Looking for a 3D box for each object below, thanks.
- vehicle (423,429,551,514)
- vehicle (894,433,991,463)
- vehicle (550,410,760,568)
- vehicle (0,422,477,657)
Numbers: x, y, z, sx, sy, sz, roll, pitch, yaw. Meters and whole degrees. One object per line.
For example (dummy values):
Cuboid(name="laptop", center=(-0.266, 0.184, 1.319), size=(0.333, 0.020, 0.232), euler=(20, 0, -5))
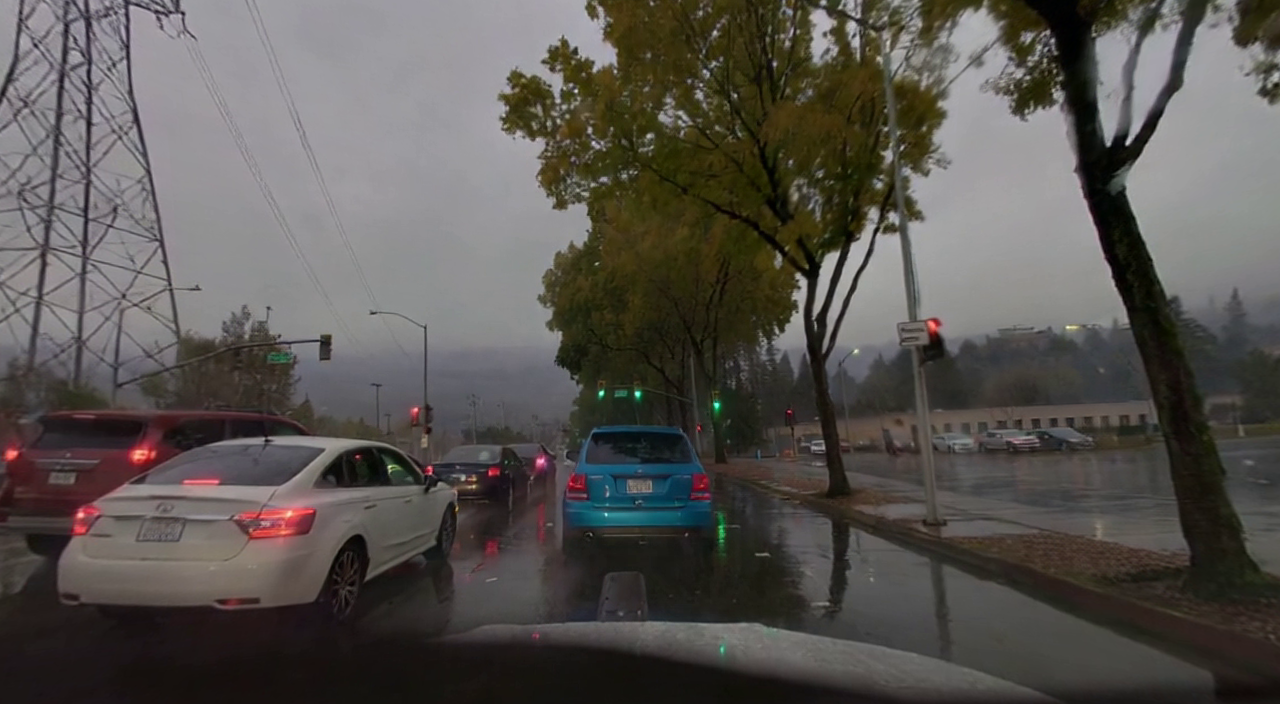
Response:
Cuboid(name="vehicle", center=(-3.266, 2.624, 14.341), size=(1.997, 1.636, 3.760), euler=(0, -8, -1))
Cuboid(name="vehicle", center=(15.105, 4.808, 31.711), size=(3.858, 1.437, 1.899), euler=(0, -8, -4))
Cuboid(name="vehicle", center=(0.092, 1.775, 8.947), size=(2.239, 1.661, 4.224), euler=(0, -8, -2))
Cuboid(name="vehicle", center=(-3.169, 1.522, 6.315), size=(1.973, 1.469, 4.448), euler=(0, -8, -1))
